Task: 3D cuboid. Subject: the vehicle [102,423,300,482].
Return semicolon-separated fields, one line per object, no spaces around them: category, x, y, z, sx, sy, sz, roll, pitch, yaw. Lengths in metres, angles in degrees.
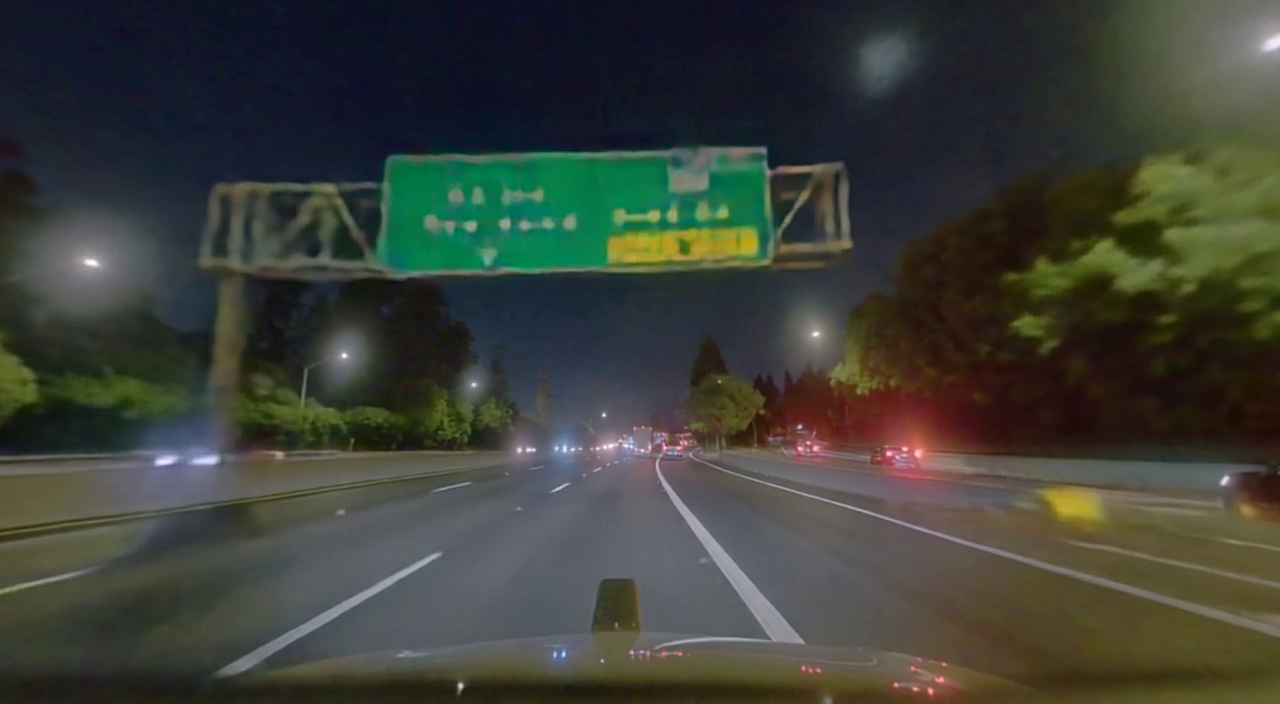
vehicle;-16.080;3.756;23.872;2.750;1.890;6.452;0;-9;2
